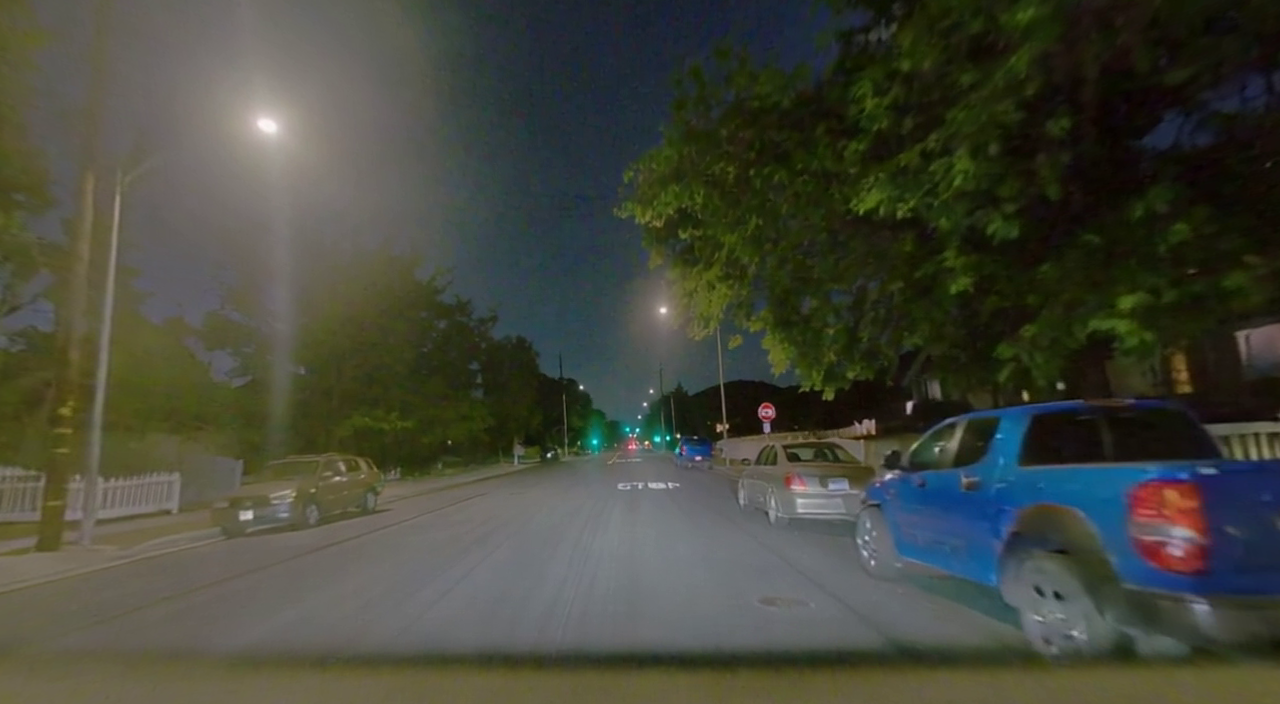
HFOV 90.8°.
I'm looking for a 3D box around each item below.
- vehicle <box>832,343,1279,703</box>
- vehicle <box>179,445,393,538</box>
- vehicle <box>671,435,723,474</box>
[{"bbox_3d":[3.262,1.145,4.715,2.080,1.706,4.449,0,-9,-3],"label":"vehicle"},{"bbox_3d":[-7.159,2.812,13.427,2.125,1.623,4.207,0,-9,-1],"label":"vehicle"},{"bbox_3d":[2.767,5.142,31.976,2.126,1.795,4.751,0,-9,-1],"label":"vehicle"}]
